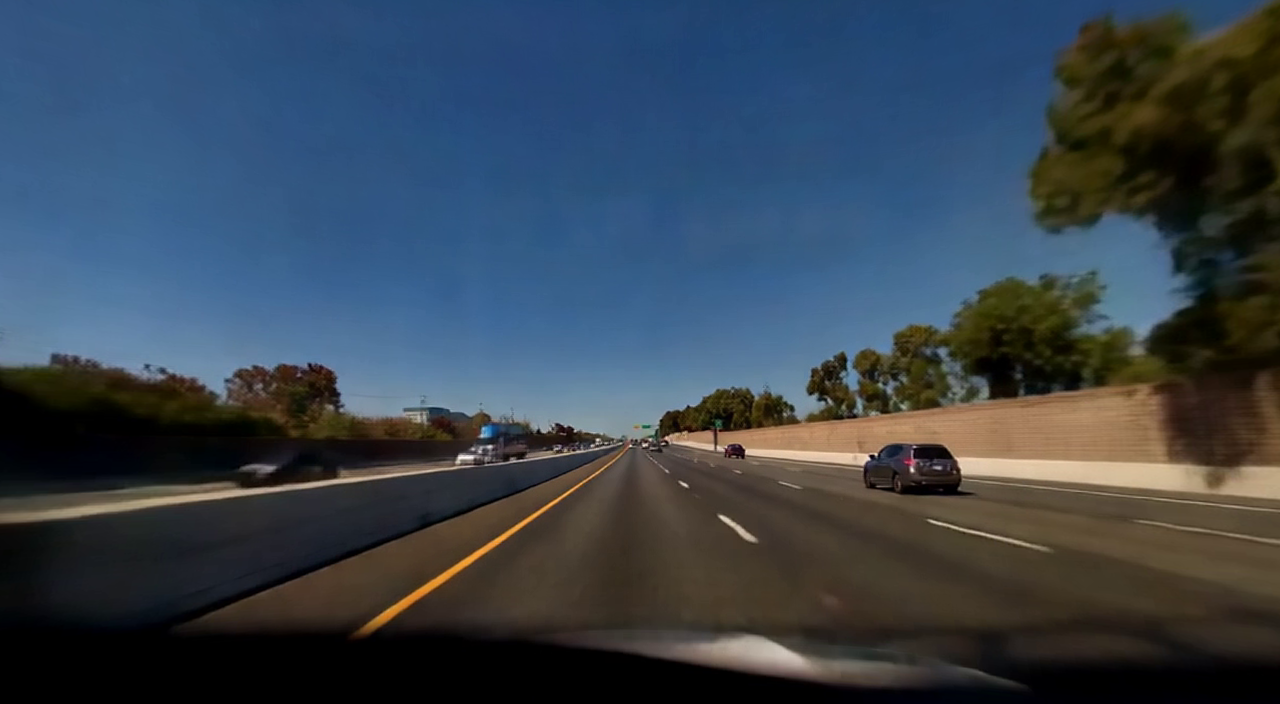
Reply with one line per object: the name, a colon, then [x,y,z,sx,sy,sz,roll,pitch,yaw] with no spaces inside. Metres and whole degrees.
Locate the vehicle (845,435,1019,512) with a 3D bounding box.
vehicle: [6.774,2.846,15.362,1.901,1.548,4.684,0,-9,-1]

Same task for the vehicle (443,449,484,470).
vehicle: [-13.818,8.397,49.661,1.911,1.500,4.555,0,-9,0]

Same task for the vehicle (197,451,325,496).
vehicle: [-14.112,4.517,23.894,1.967,1.473,4.635,0,-9,0]
